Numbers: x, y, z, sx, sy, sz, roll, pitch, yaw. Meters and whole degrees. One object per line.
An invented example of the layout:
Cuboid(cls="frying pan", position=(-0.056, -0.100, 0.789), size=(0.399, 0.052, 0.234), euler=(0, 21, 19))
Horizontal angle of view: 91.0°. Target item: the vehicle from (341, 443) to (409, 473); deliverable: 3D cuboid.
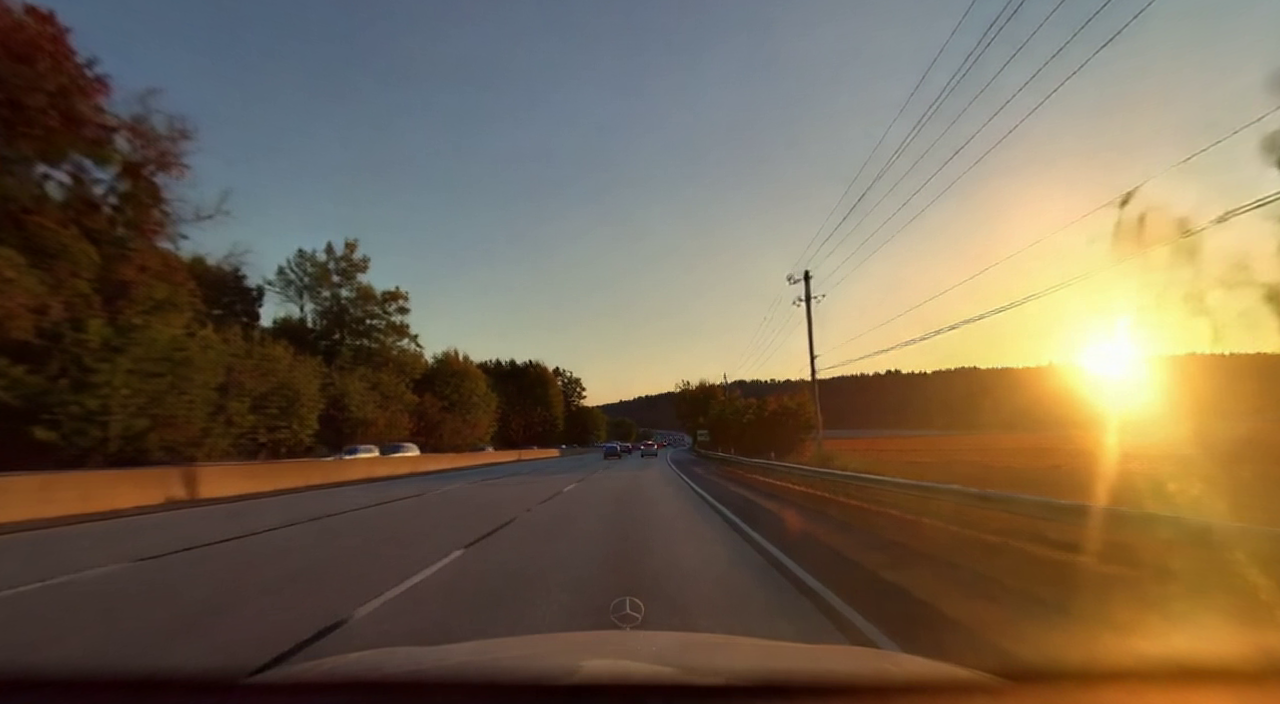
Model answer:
Cuboid(cls="vehicle", position=(-15.727, 6.283, 37.605), size=(1.947, 1.646, 4.630), euler=(0, -8, 1))

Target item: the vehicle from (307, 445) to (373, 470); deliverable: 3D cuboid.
Cuboid(cls="vehicle", position=(-19.816, 6.969, 41.751), size=(2.156, 1.525, 4.354), euler=(0, -8, 1))
